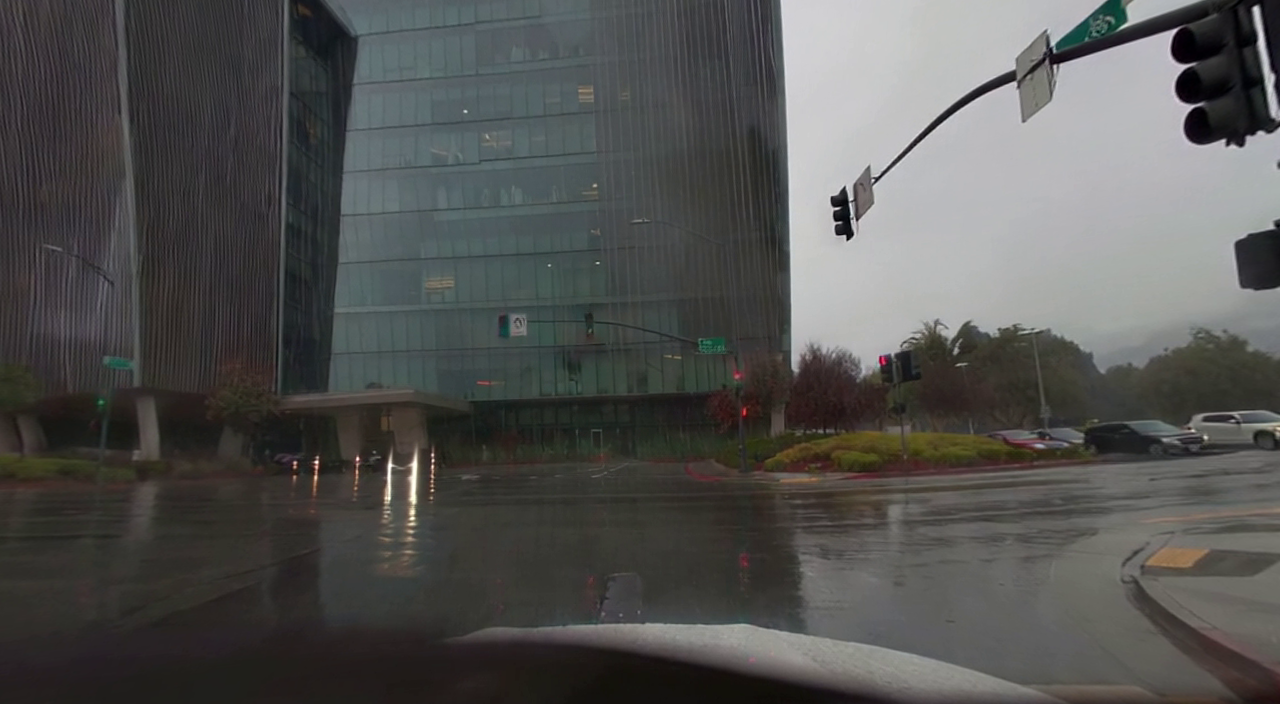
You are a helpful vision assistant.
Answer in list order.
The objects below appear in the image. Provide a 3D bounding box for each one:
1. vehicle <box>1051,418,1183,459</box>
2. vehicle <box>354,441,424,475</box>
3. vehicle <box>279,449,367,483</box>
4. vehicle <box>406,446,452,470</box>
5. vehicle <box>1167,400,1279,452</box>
[{"bbox_3d":[19.071,3.522,25.493,1.834,1.480,4.458,0,-9,-1],"label":"vehicle"},{"bbox_3d":[-14.899,6.314,37.748,2.091,1.915,5.040,0,-9,0],"label":"vehicle"},{"bbox_3d":[-14.808,5.317,29.701,1.790,1.437,4.349,0,-9,2],"label":"vehicle"},{"bbox_3d":[-15.142,7.613,45.424,1.932,1.605,4.146,1,-9,-1],"label":"vehicle"},{"bbox_3d":[24.404,3.029,25.198,2.109,1.836,5.080,-2,-10,0],"label":"vehicle"}]
